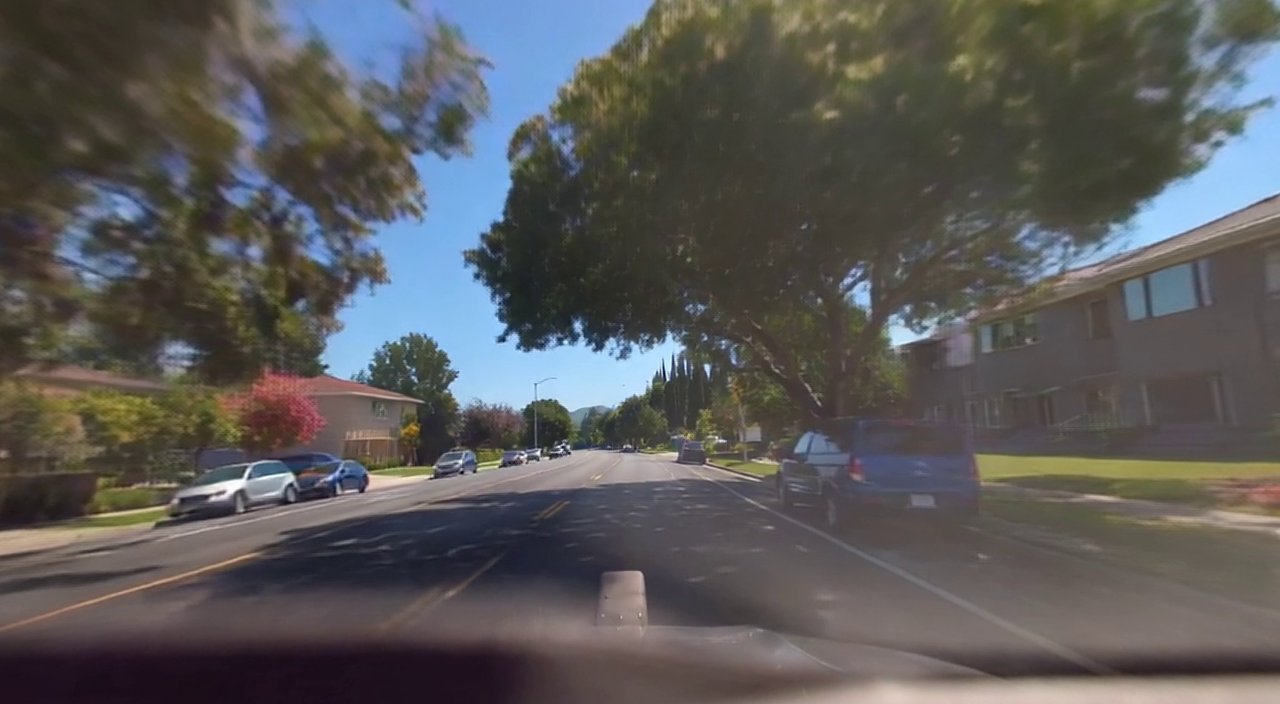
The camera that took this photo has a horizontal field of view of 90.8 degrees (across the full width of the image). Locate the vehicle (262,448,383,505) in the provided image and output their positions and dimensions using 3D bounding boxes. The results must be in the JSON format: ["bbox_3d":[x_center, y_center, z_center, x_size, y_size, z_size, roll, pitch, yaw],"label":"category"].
[{"bbox_3d":[-11.126,4.353,22.607,1.981,1.790,4.682,0,-8,-1],"label":"vehicle"}]

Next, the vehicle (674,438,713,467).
[{"bbox_3d":[3.566,6.832,43.166,2.176,1.793,5.534,0,-8,-1],"label":"vehicle"}]

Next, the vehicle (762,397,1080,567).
[{"bbox_3d":[3.826,1.937,10.319,2.319,1.938,5.961,0,-8,-1],"label":"vehicle"}]

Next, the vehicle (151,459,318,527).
[{"bbox_3d":[-11.094,3.828,17.764,1.815,1.532,4.517,0,-8,-2],"label":"vehicle"}]

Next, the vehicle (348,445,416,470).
[{"bbox_3d":[-20.298,8.336,49.843,4.398,1.902,2.043,0,-8,1],"label":"vehicle"}]

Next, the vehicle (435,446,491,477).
[{"bbox_3d":[-11.210,6.933,40.376,2.293,1.836,4.586,0,-8,-1],"label":"vehicle"}]
